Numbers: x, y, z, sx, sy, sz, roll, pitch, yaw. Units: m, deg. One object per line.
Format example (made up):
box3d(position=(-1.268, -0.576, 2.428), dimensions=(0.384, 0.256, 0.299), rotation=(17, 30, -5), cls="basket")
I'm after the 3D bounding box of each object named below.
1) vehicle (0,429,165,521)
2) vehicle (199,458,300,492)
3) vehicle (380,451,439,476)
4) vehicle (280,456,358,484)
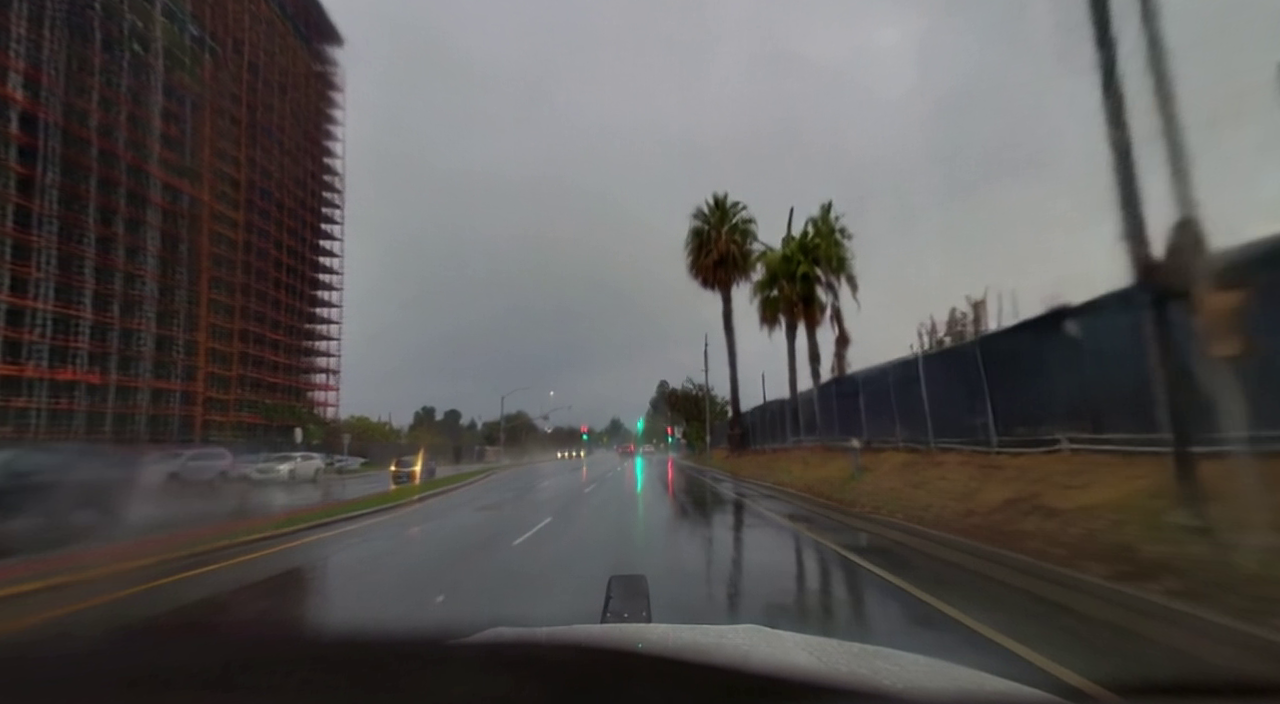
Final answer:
box3d(position=(-16.321, 3.182, 16.735), dimensions=(2.601, 2.118, 6.071), rotation=(0, -9, 0), cls="vehicle")
box3d(position=(-19.315, 6.085, 31.489), dimensions=(2.003, 1.440, 4.857), rotation=(0, -9, 0), cls="vehicle")
box3d(position=(-15.250, 7.391, 42.000), dimensions=(2.113, 1.478, 4.828), rotation=(0, -9, -1), cls="vehicle")
box3d(position=(-19.253, 7.066, 38.076), dimensions=(2.007, 1.453, 4.932), rotation=(-1, -9, 2), cls="vehicle")
